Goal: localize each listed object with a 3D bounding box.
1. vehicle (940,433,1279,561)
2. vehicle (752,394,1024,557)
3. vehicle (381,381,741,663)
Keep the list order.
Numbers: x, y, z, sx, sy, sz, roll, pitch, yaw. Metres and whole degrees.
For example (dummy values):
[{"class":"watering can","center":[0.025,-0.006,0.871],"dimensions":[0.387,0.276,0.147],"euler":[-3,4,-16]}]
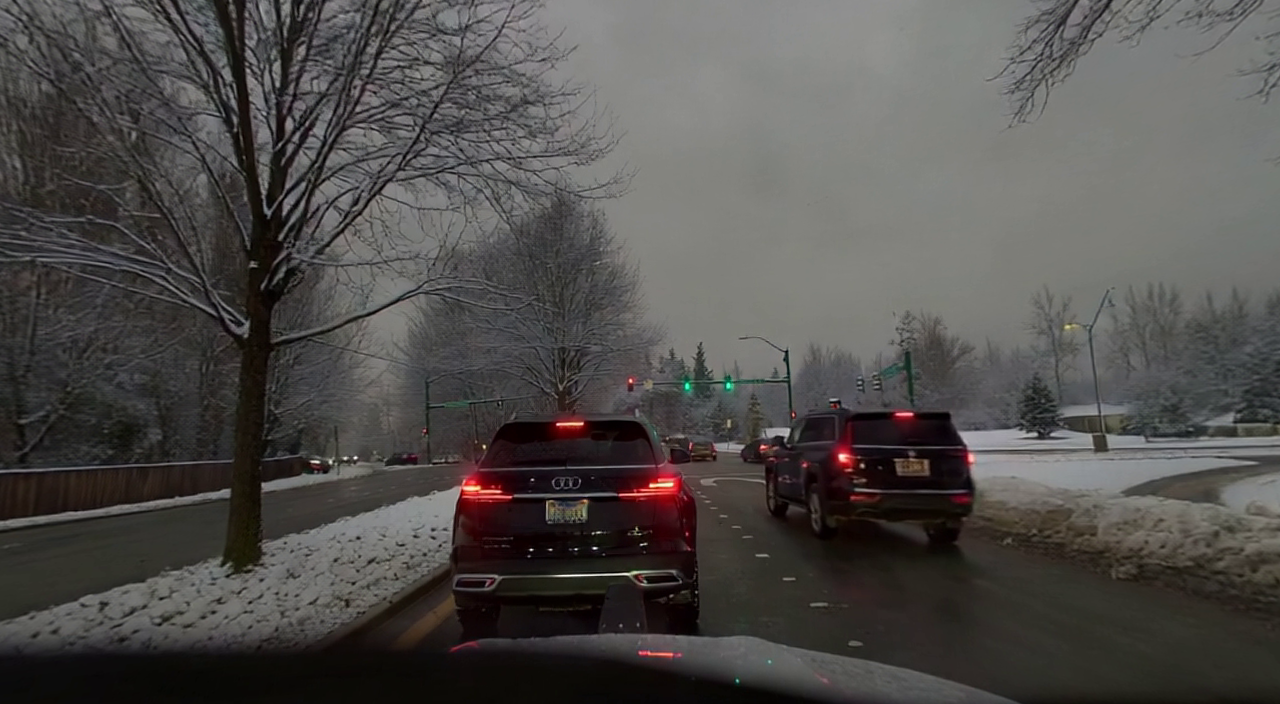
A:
[{"class":"vehicle","center":[6.615,2.005,9.566],"dimensions":[1.894,1.445,4.565],"euler":[0,-9,0]},{"class":"vehicle","center":[3.374,1.822,9.979],"dimensions":[2.200,1.909,4.853],"euler":[0,-9,-1]},{"class":"vehicle","center":[-0.428,1.352,6.074],"dimensions":[2.201,1.709,4.271],"euler":[0,-9,2]}]
